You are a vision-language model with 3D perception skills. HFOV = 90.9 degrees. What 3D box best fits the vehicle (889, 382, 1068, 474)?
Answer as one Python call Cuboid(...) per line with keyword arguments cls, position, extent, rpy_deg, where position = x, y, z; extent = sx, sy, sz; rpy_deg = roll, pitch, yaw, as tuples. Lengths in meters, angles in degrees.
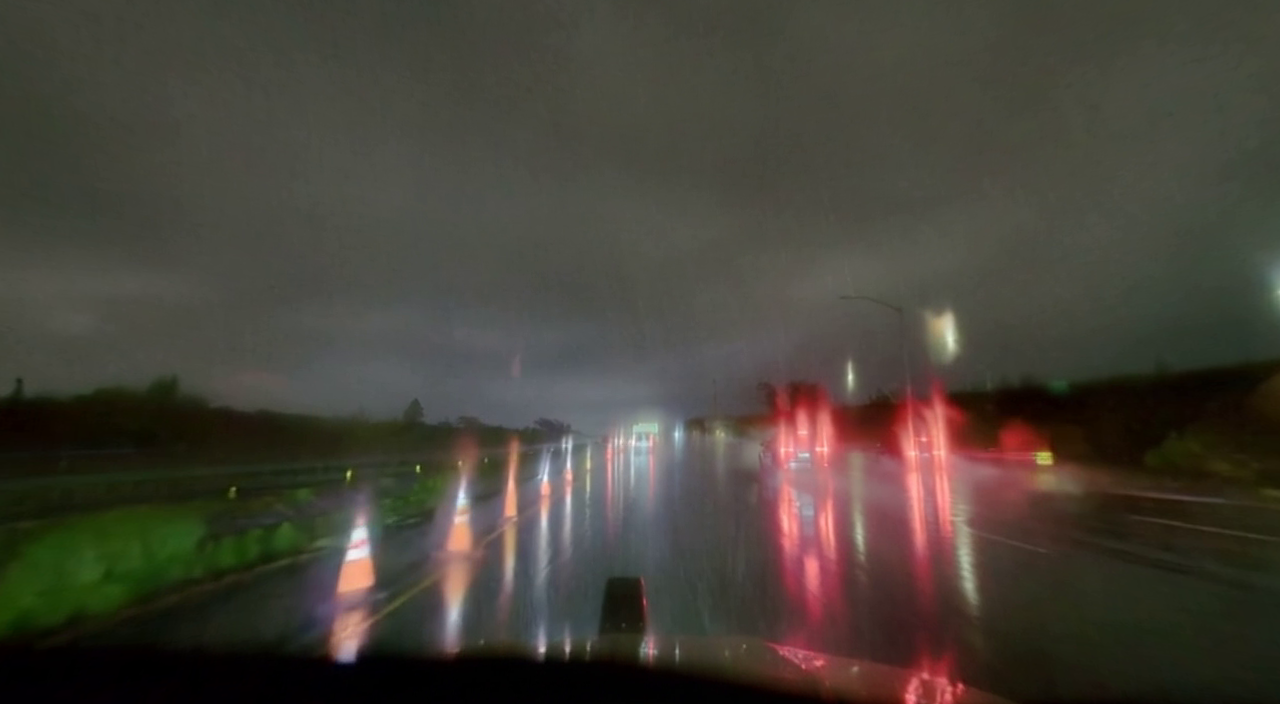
Cuboid(cls="vehicle", position=(15.184, 3.646, 29.437), extent=(3.620, 3.613, 8.491), rpy_deg=(0, -8, 0))
